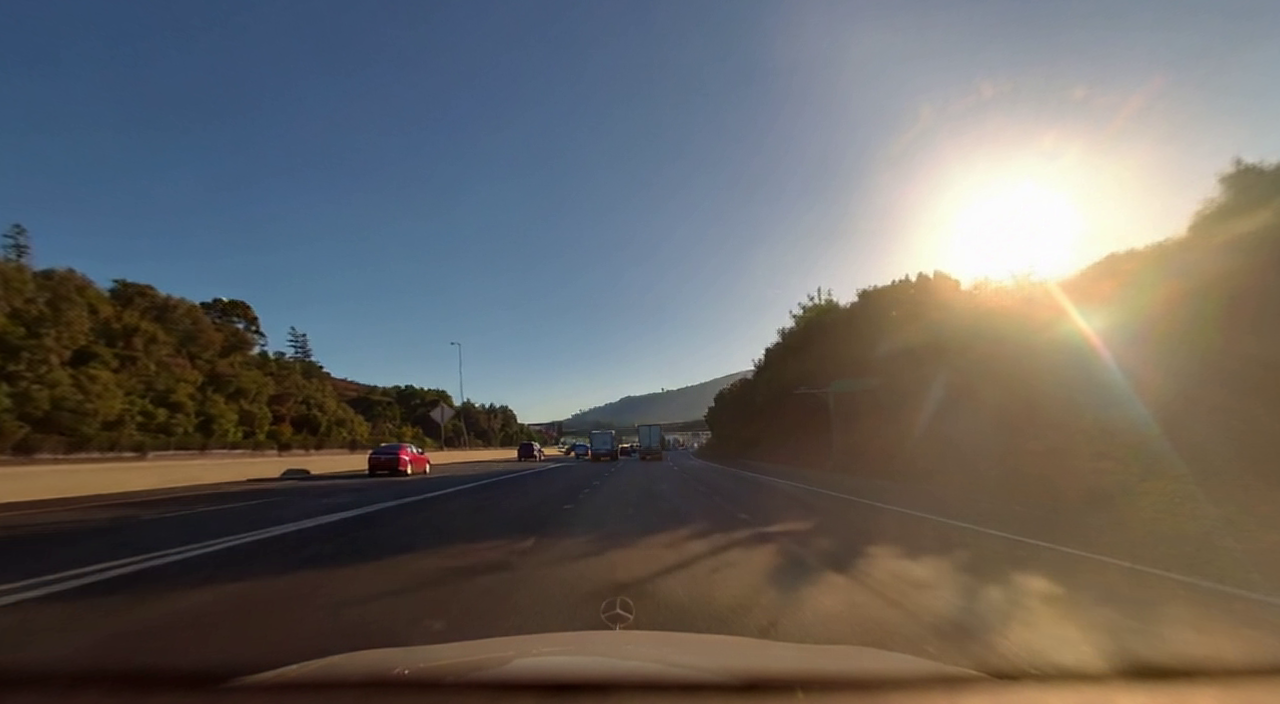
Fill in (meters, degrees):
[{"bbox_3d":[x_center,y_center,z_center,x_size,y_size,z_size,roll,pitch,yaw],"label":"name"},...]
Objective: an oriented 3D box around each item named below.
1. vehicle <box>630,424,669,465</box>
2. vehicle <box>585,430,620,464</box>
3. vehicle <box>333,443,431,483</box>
[{"bbox_3d":[0.764,7.144,48.945,2.768,2.854,6.757,1,-8,1],"label":"vehicle"},{"bbox_3d":[-2.881,7.500,49.717,2.328,2.519,5.238,0,-9,1],"label":"vehicle"},{"bbox_3d":[-10.255,4.433,25.590,1.952,1.457,4.689,0,-9,1],"label":"vehicle"}]
